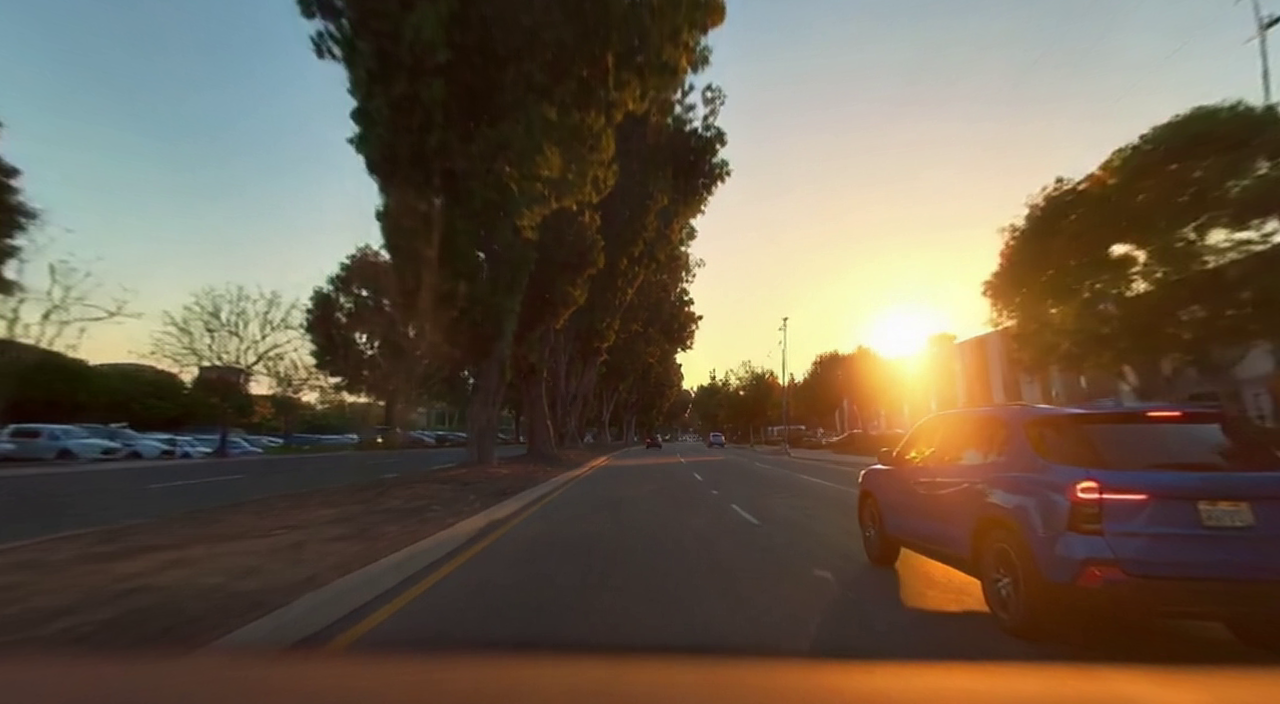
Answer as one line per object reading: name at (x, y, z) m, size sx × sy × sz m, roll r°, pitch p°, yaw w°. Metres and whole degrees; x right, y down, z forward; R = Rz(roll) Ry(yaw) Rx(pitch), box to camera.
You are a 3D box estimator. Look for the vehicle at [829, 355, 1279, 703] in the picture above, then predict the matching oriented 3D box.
vehicle at (3.156, 1.146, 4.860) m, size 2.060 × 1.665 × 4.284 m, roll 0°, pitch -8°, yaw 0°
